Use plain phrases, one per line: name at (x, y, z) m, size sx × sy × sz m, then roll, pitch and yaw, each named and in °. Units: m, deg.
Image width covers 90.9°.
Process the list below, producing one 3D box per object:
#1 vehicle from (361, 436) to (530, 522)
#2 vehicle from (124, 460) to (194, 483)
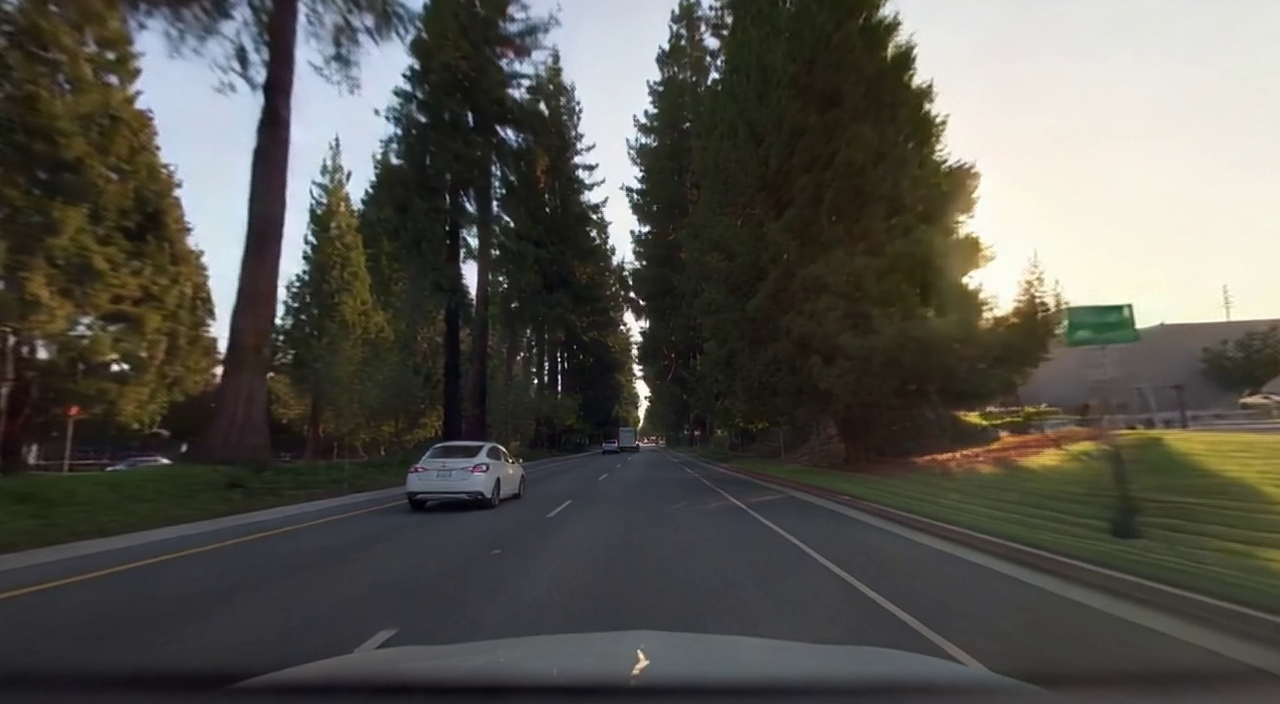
vehicle at (-3.733, 2.515, 13.113) m, size 2.033 × 1.454 × 4.512 m, roll 0°, pitch -8°, yaw 1°
vehicle at (-34.436, 8.566, 45.251) m, size 1.666 × 1.443 × 4.187 m, roll 0°, pitch -8°, yaw 0°
